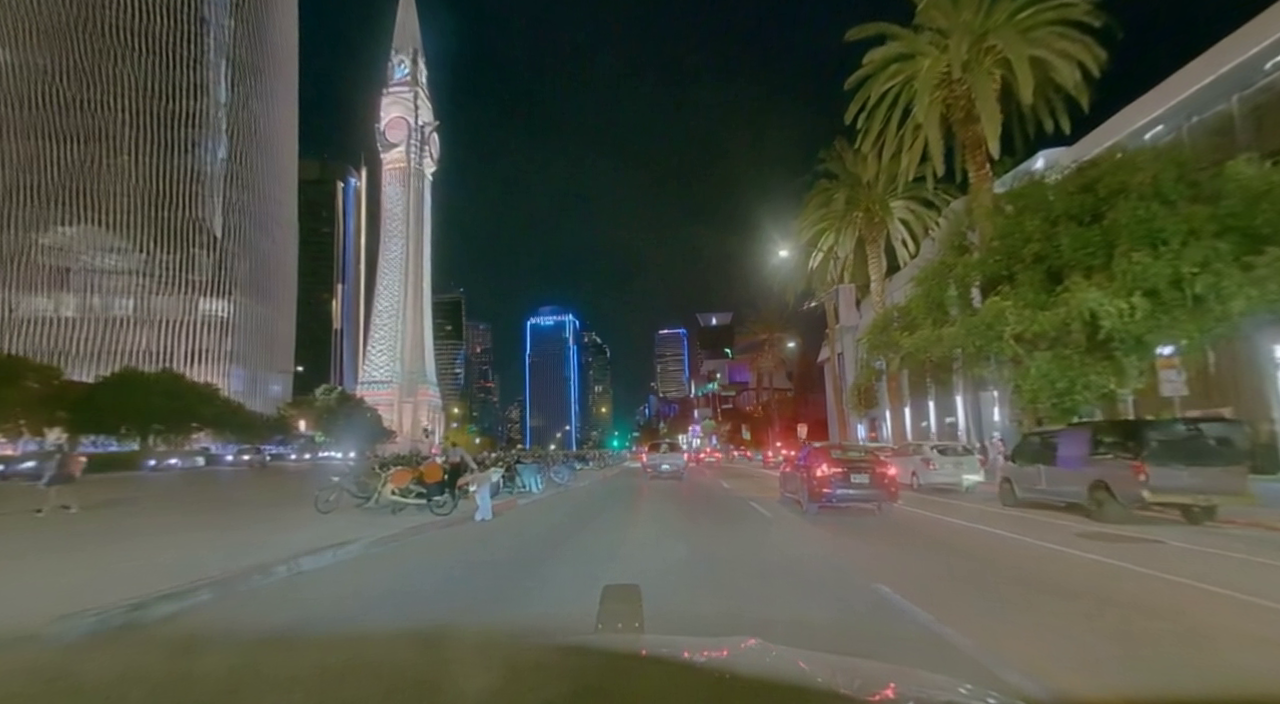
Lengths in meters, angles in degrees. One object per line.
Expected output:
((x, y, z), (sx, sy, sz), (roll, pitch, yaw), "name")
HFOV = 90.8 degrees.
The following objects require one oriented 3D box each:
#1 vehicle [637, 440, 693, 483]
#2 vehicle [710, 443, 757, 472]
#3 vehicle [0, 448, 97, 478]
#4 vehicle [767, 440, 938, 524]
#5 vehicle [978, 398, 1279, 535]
((0.987, 4.384, 25.545), (2.111, 1.605, 3.832), (0, -9, 2), "vehicle")
((5.462, 6.246, 37.493), (1.981, 1.572, 4.718), (0, -9, -1), "vehicle")
((-39.365, 7.379, 42.248), (2.034, 1.862, 5.122), (1, -9, -9), "vehicle")
((4.325, 2.726, 13.850), (2.116, 1.500, 4.702), (0, -9, 0), "vehicle")
((9.246, 2.224, 12.727), (2.093, 2.154, 5.193), (0, -9, 2), "vehicle")
